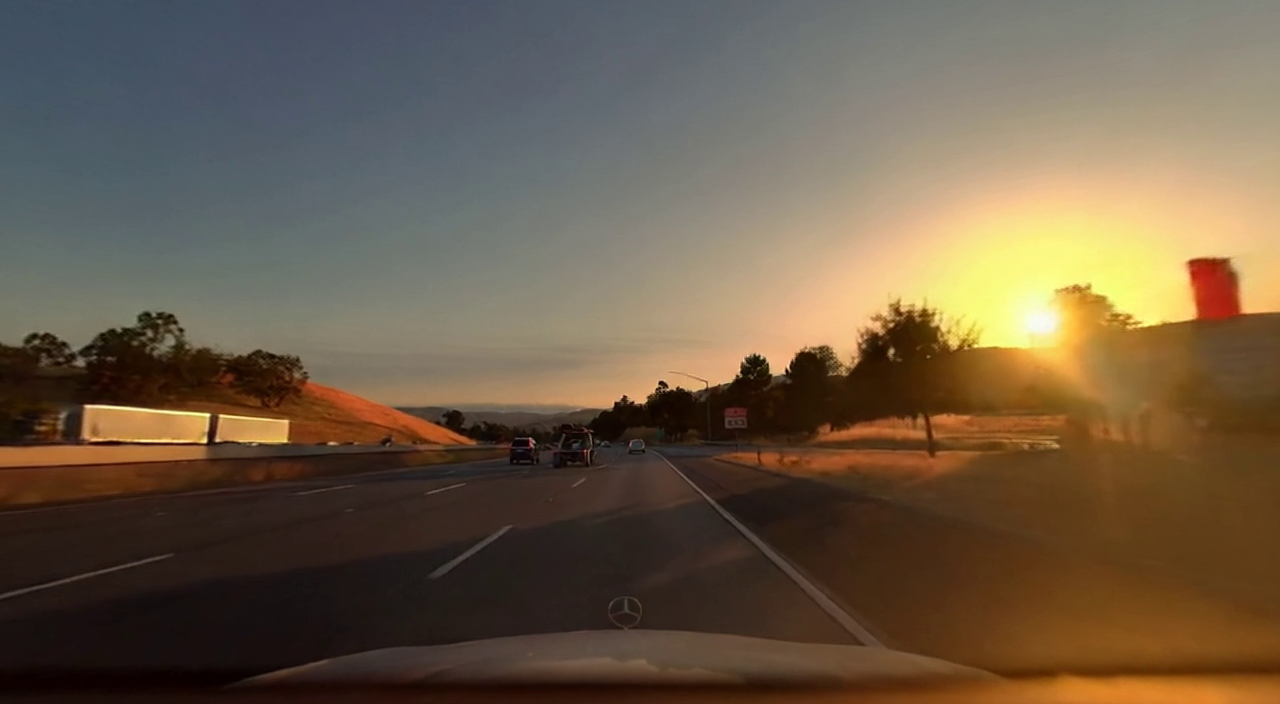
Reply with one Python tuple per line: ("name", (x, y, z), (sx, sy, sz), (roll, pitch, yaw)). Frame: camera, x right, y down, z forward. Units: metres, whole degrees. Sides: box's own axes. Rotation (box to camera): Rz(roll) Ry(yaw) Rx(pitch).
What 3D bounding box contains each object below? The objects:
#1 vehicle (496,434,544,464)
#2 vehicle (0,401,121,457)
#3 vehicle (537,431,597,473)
("vehicle", (-7.493, 6.097, 39.618), (2.078, 1.729, 4.722), (0, -8, 0))
("vehicle", (-42.564, 5.630, 45.356), (2.961, 3.669, 8.028), (0, -8, 2))
("vehicle", (-3.203, 4.474, 28.258), (2.194, 1.766, 3.720), (0, -8, 0))
